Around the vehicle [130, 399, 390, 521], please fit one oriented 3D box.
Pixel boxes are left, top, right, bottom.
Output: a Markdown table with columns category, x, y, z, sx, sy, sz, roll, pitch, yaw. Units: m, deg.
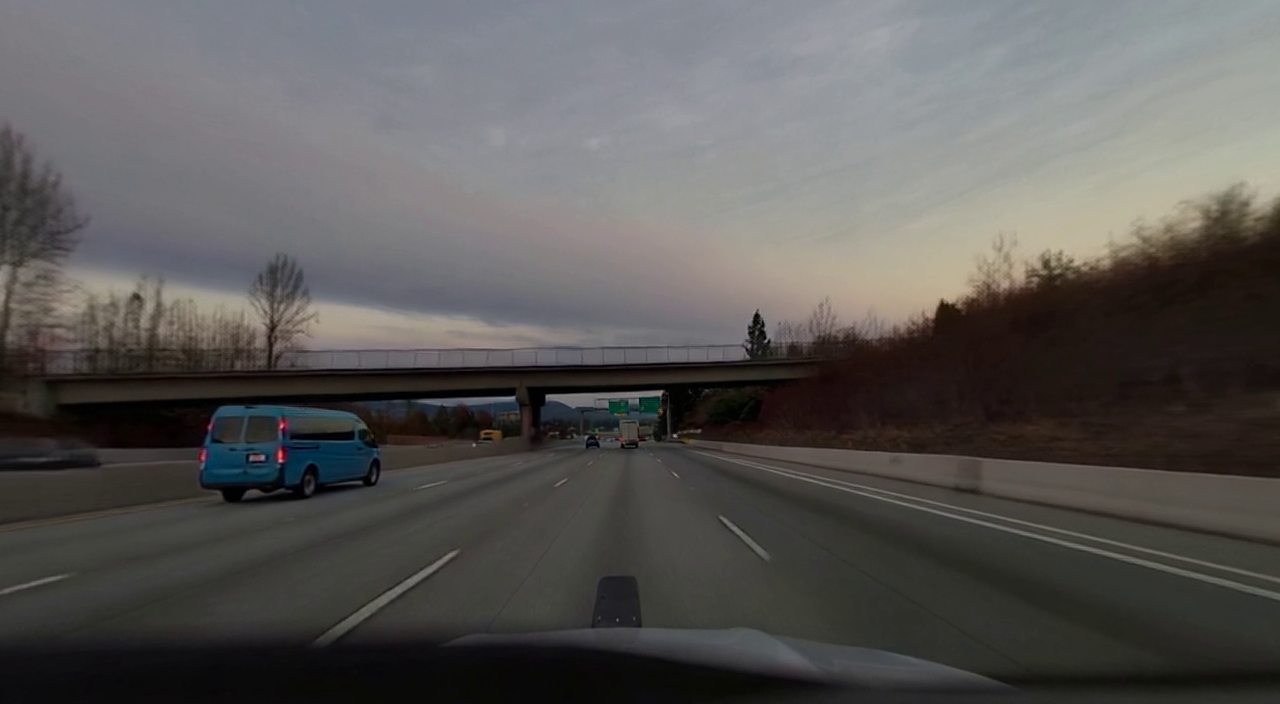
| category | x | y | z | sx | sy | sz | roll | pitch | yaw |
| --- | --- | --- | --- | --- | --- | --- | --- | --- | --- |
| vehicle | -7.342 | 2.136 | 13.085 | 2.150 | 1.996 | 5.341 | 0 | -8 | -1 |
